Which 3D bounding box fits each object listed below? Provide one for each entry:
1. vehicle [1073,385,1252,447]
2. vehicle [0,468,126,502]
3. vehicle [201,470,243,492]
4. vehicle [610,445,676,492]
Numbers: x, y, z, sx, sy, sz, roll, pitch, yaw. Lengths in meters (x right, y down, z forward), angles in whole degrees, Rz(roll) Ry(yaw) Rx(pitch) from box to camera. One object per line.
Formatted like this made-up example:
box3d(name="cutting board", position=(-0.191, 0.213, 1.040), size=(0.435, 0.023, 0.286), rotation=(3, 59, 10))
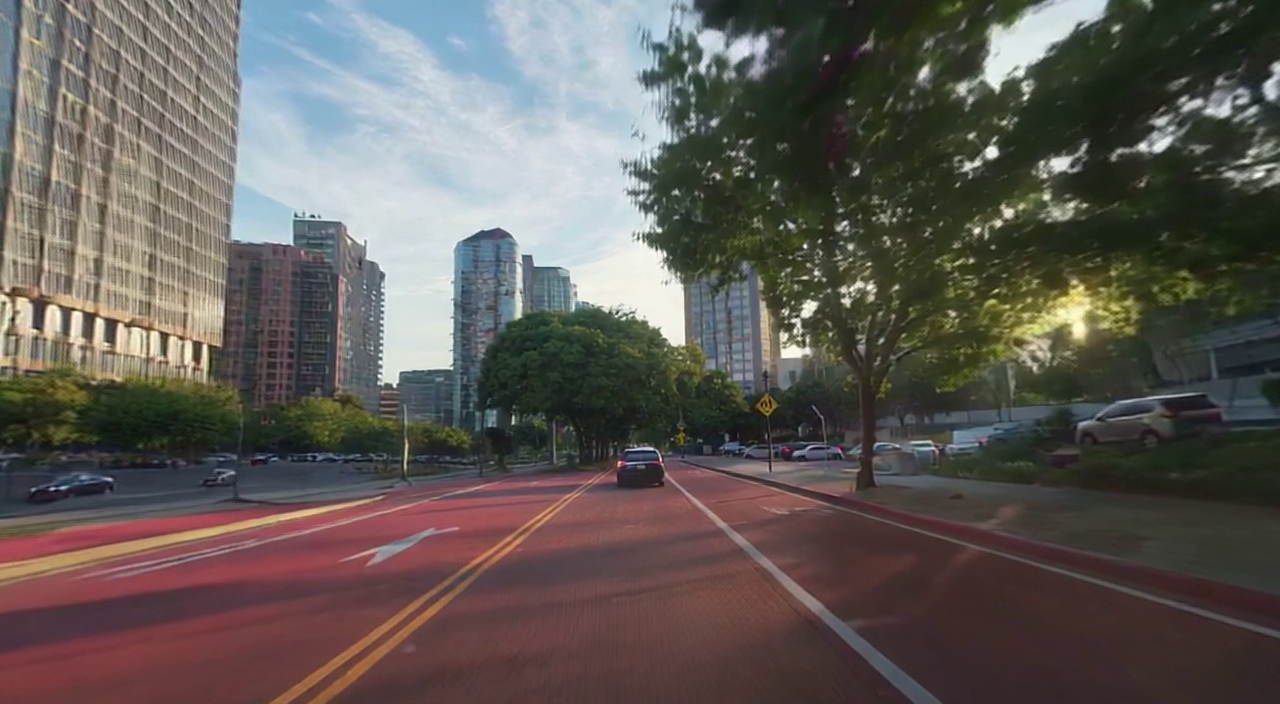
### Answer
box3d(name="vehicle", position=(15.174, 1.983, 18.652), size=(1.979, 1.460, 3.848), rotation=(-1, -10, 2))
box3d(name="vehicle", position=(-30.741, 7.034, 33.595), size=(4.962, 1.561, 1.997), rotation=(7, -12, -40))
box3d(name="vehicle", position=(-32.221, 9.880, 48.571), size=(1.970, 1.476, 3.940), rotation=(8, -12, -42))
box3d(name="vehicle", position=(0.059, 3.972, 21.882), size=(2.063, 1.442, 4.135), rotation=(0, -9, -1))
